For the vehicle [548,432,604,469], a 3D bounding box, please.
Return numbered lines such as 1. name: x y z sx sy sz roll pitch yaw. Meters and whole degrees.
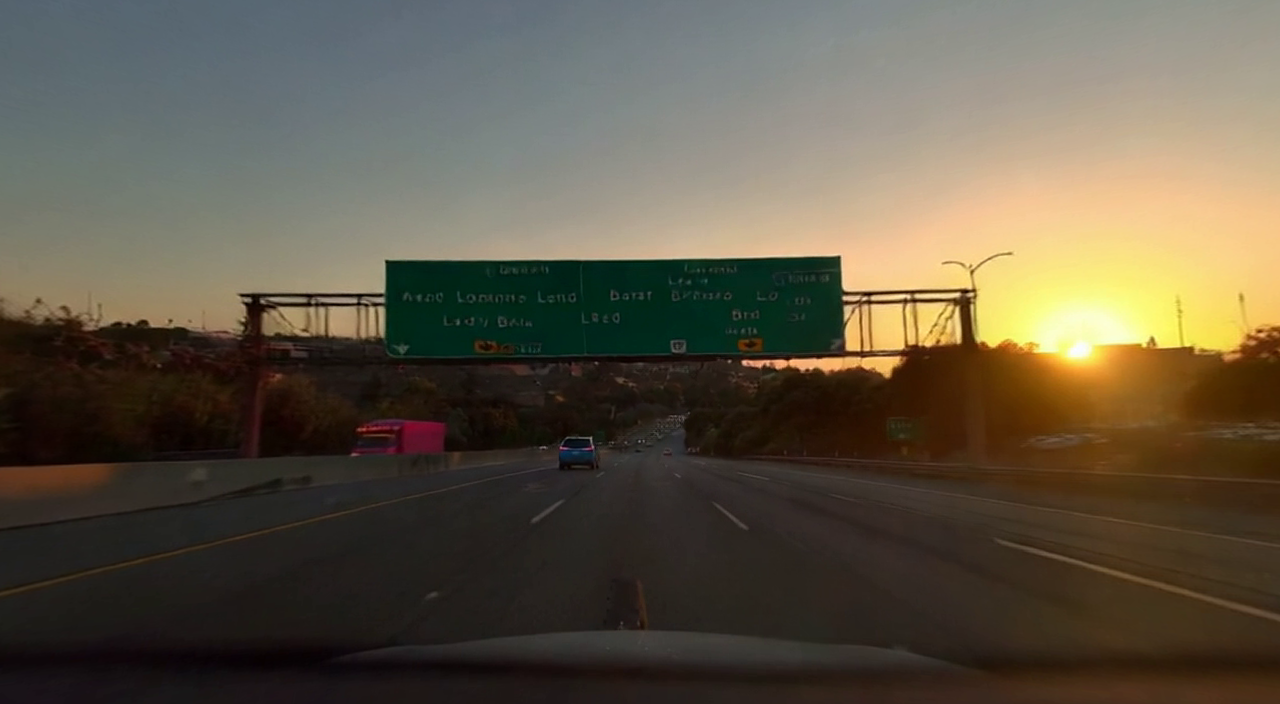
1. vehicle: -3.571 5.611 36.203 2.431 1.928 5.760 0 -8 2
